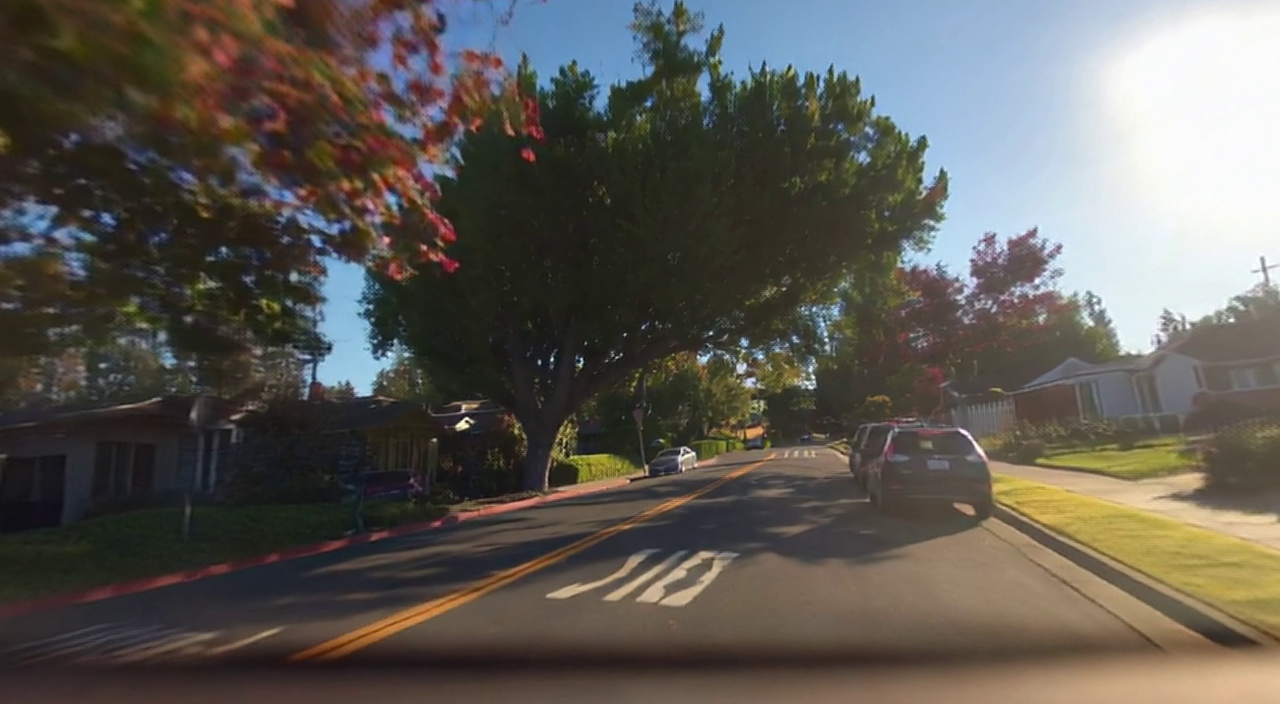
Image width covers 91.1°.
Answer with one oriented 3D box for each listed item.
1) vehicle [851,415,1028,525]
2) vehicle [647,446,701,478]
[{"bbox_3d":[5.370,2.122,11.969,2.242,1.661,4.273,-3,-8,15],"label":"vehicle"},{"bbox_3d":[2.031,6.231,35.754,2.033,1.456,4.370,-8,-9,14],"label":"vehicle"}]
